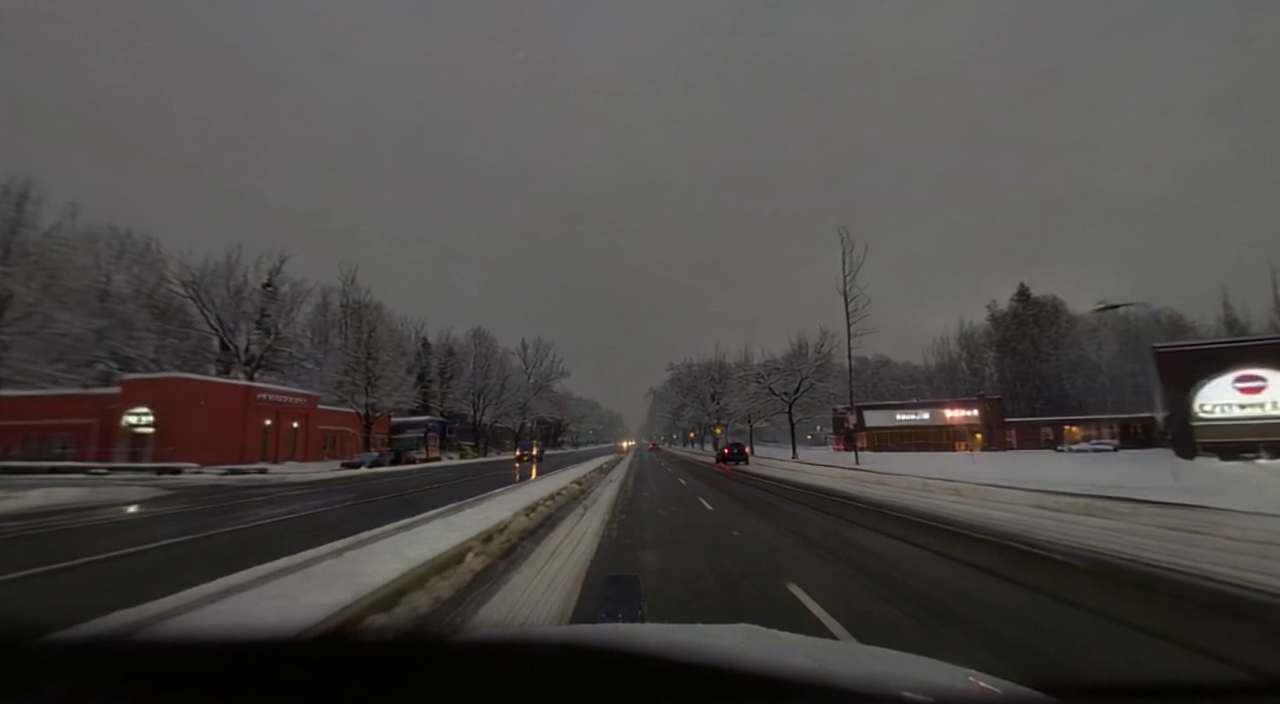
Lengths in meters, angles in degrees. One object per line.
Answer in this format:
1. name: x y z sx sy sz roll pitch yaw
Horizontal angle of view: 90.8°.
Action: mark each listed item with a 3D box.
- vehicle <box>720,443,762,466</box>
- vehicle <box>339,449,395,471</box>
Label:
1. vehicle: 6.598 6.737 41.724 1.916 1.437 4.327 0 -9 -2
2. vehicle: -19.044 7.566 44.357 1.950 1.464 4.414 0 -9 0
